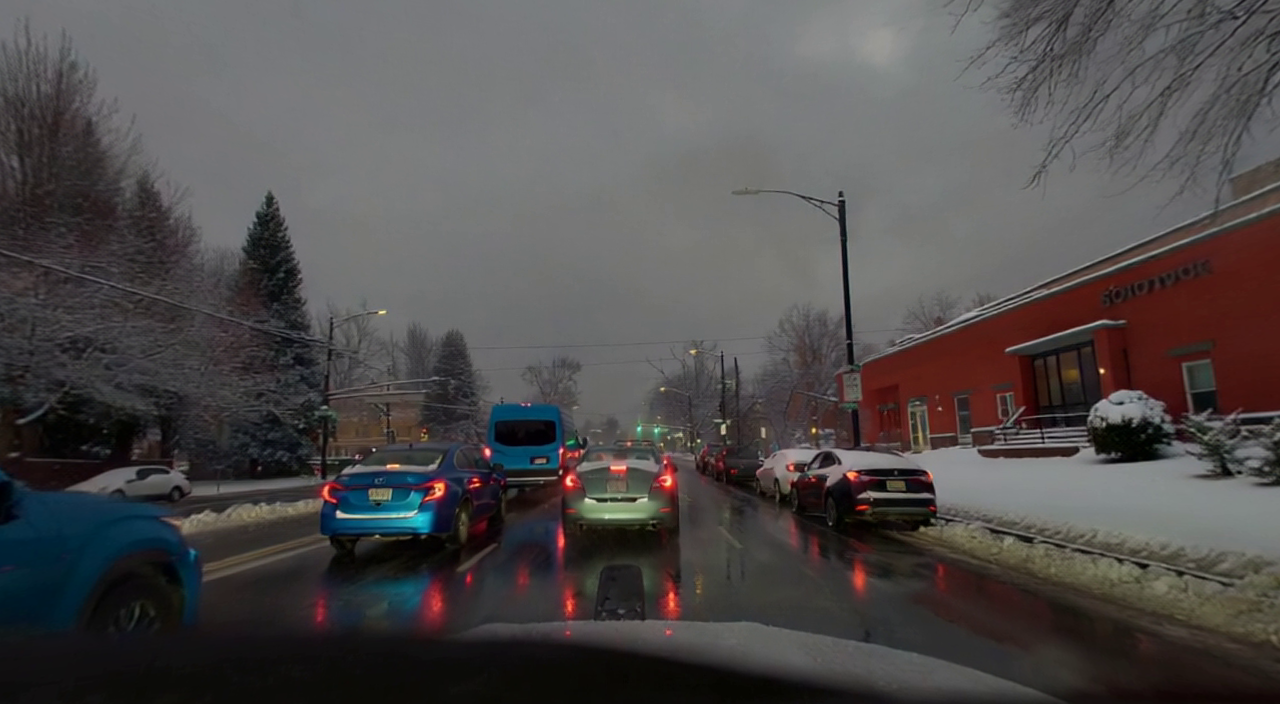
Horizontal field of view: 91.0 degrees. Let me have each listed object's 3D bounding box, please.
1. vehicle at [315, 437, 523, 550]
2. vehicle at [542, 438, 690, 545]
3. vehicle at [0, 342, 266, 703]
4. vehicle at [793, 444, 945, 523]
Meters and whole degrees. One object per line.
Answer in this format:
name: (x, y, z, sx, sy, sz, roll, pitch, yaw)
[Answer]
vehicle: (-3.527, 2.328, 11.106, 1.995, 1.554, 4.426, 0, -9, 1)
vehicle: (-0.362, 2.343, 11.261, 2.152, 1.518, 4.113, 0, -9, -1)
vehicle: (-3.723, 0.752, 1.979, 2.140, 1.768, 4.685, 0, -9, 1)
vehicle: (4.910, 2.855, 14.199, 1.832, 1.491, 4.054, 1, -9, -1)
